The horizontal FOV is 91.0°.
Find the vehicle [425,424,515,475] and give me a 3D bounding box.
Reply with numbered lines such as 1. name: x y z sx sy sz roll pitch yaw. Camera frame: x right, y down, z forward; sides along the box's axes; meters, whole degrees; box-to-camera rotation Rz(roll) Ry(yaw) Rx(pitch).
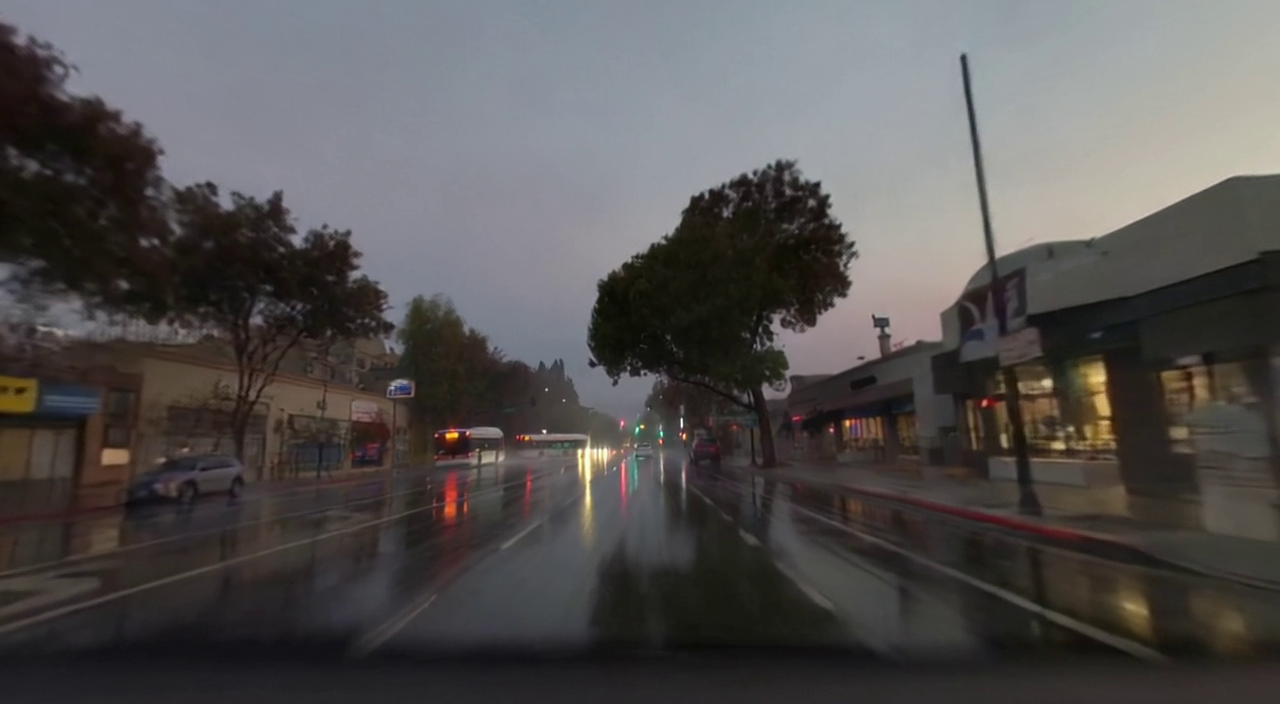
1. vehicle: -12.556 7.428 48.202 3.356 3.365 12.460 0 -9 0

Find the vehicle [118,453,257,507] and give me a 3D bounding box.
1. vehicle: -17.387 4.887 24.566 1.896 1.844 4.620 0 -9 1

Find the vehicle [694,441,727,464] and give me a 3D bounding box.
1. vehicle: 5.286 7.626 47.805 2.014 1.681 4.332 0 -9 0
